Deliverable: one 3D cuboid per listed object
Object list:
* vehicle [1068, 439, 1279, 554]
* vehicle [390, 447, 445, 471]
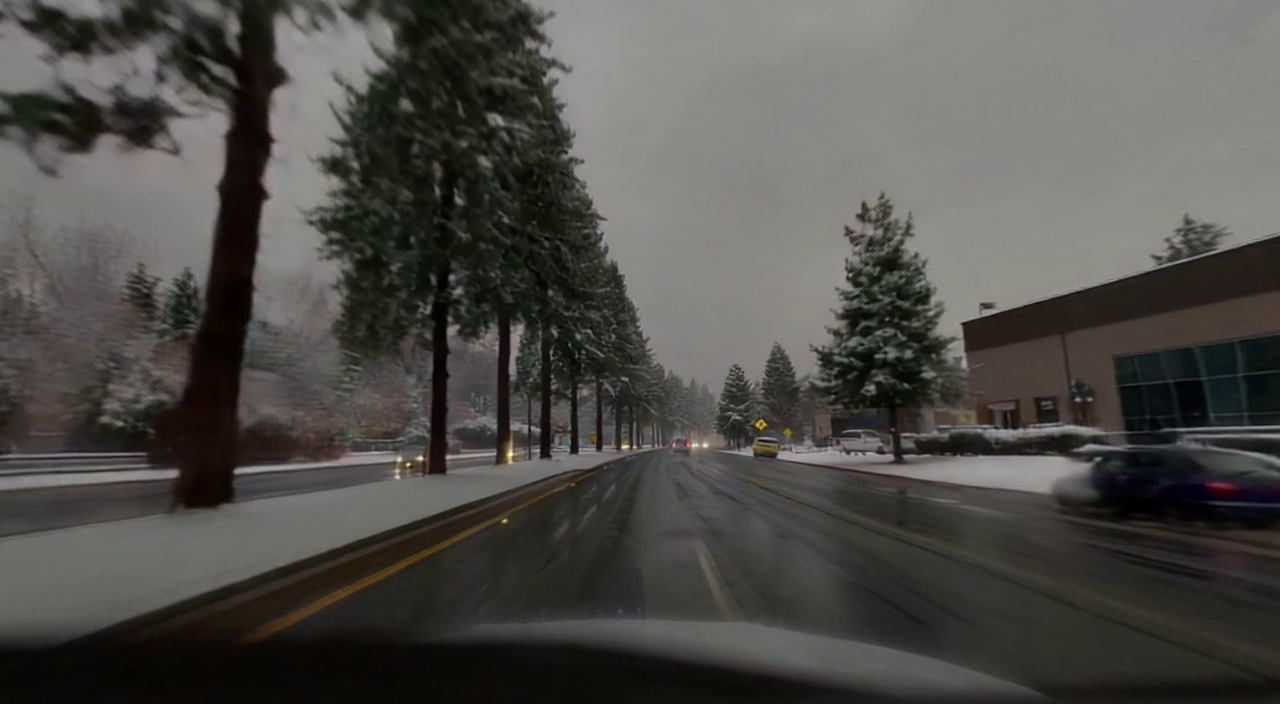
[{"bbox_3d":[9.255,2.161,10.059,1.920,1.456,4.402,-1,-9,3],"label":"vehicle"},{"bbox_3d":[-14.247,6.869,40.720,1.850,1.453,4.648,0,-9,1],"label":"vehicle"}]
